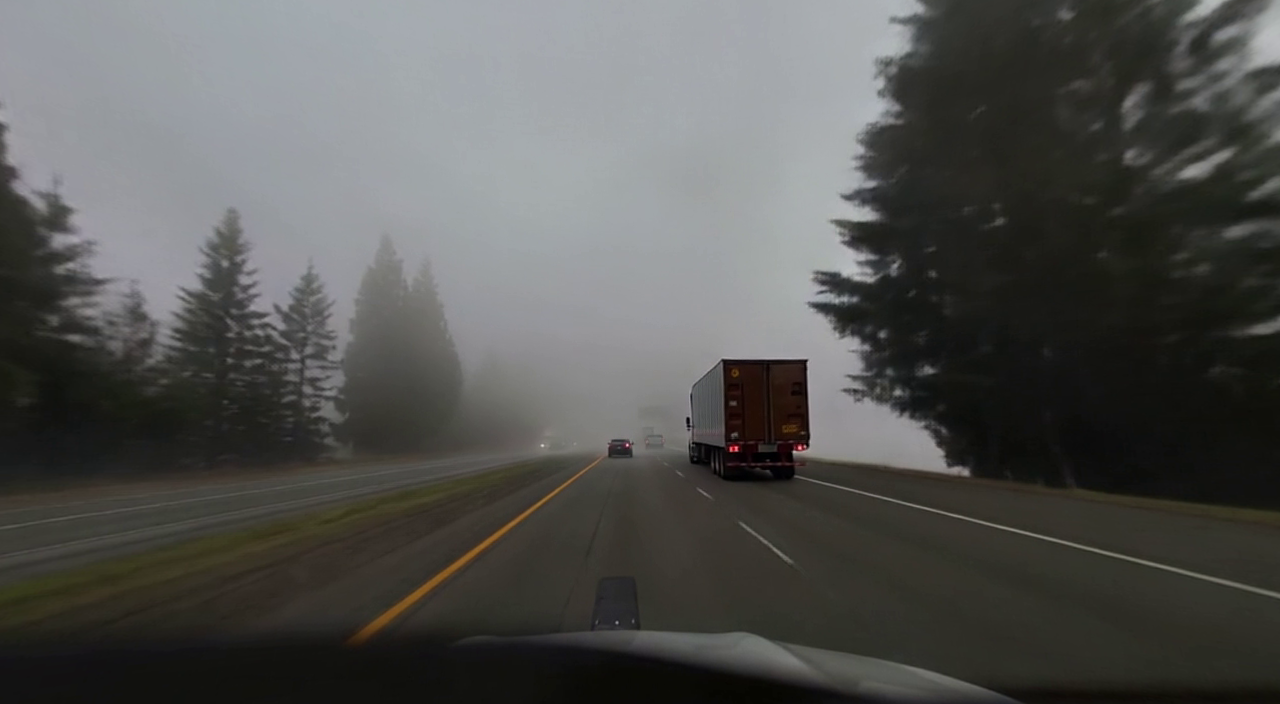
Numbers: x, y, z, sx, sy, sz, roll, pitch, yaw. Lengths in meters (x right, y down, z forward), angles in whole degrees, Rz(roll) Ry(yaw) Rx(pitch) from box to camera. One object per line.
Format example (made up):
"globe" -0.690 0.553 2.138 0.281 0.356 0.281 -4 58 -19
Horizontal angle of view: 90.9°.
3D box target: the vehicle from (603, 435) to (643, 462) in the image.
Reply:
"vehicle" -0.995 5.660 37.286 2.259 1.466 3.693 0 -8 -1

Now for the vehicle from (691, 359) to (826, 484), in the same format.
"vehicle" 3.682 2.495 21.996 2.921 3.526 8.207 0 -8 -1
